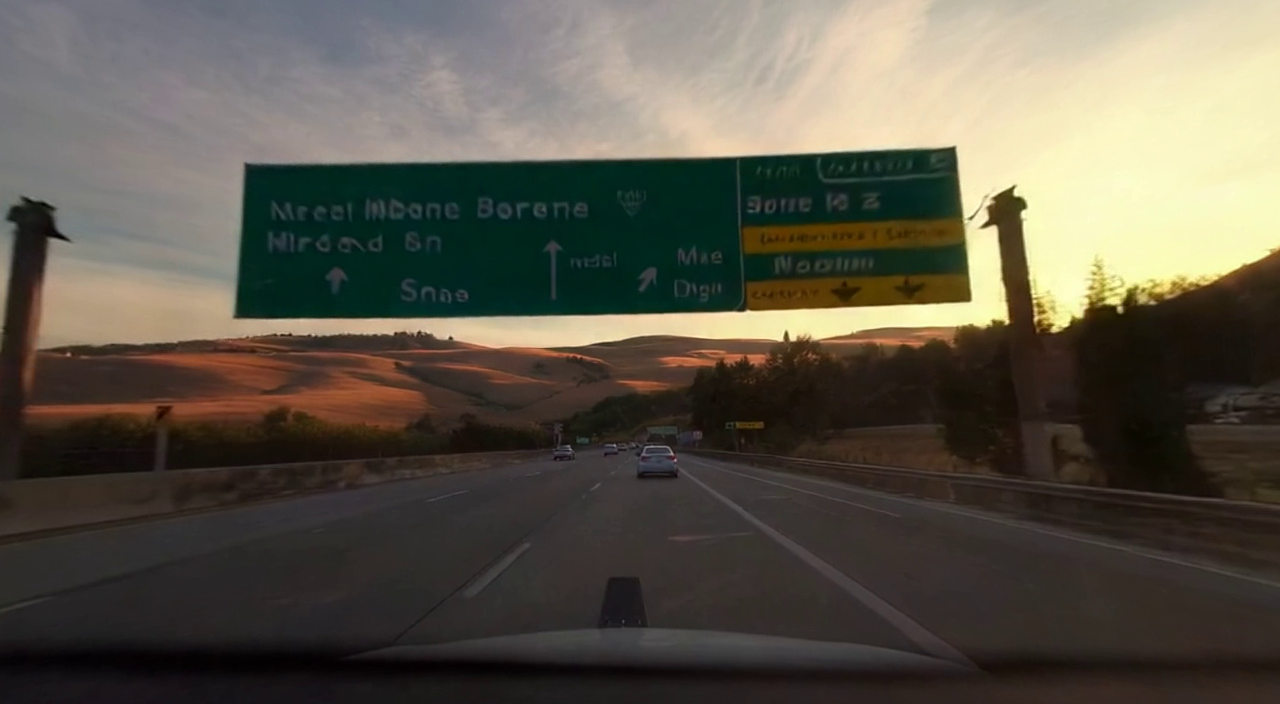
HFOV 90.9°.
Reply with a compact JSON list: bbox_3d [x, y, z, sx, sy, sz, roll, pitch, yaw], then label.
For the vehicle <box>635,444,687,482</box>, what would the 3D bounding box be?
[{"bbox_3d":[0.857,4.637,26.559,2.019,1.475,4.301,0,-9,1],"label":"vehicle"}]
